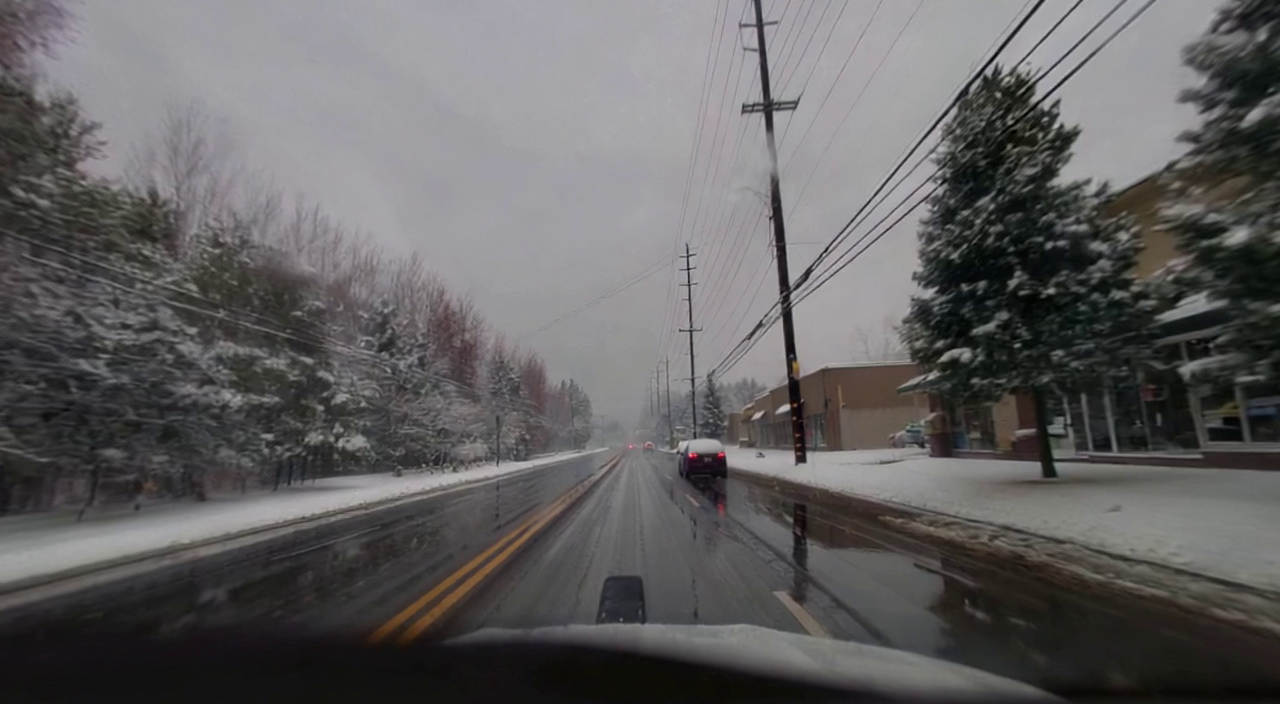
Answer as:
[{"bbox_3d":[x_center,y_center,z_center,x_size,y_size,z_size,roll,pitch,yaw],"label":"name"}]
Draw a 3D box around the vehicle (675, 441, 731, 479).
[{"bbox_3d":[2.599,4.537,26.818,1.975,1.497,3.647,0,-9,0],"label":"vehicle"}]
